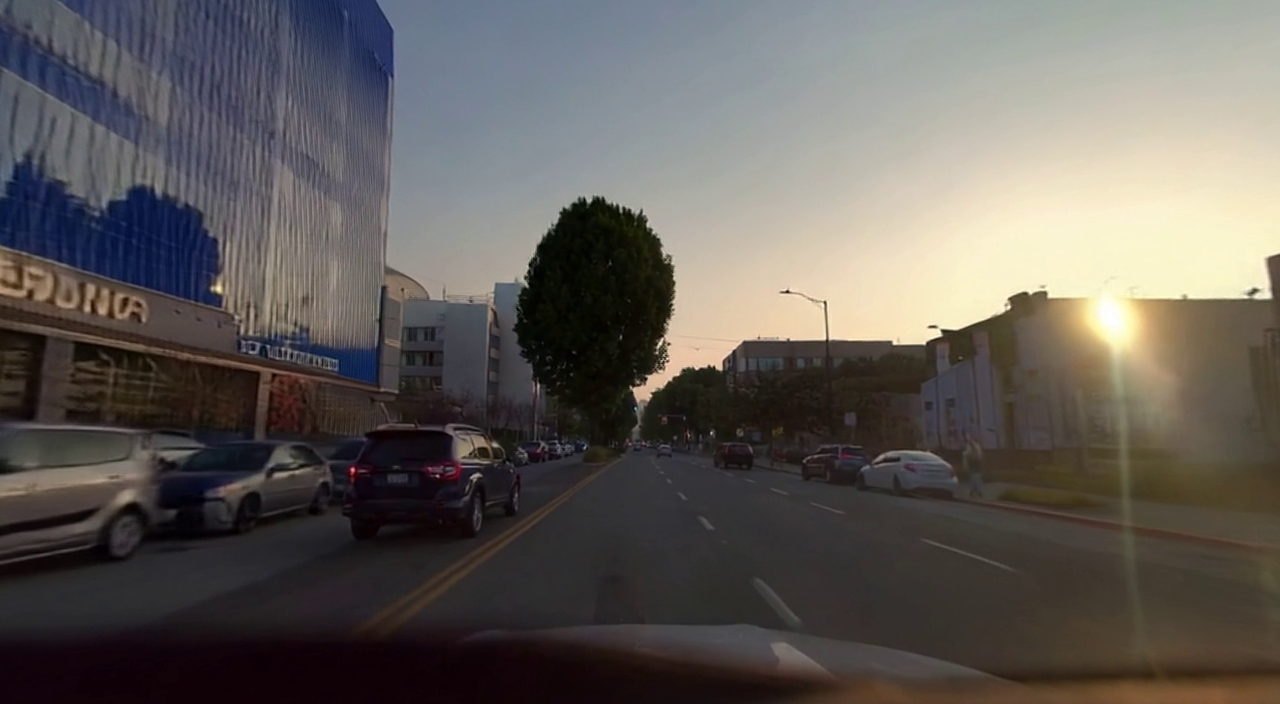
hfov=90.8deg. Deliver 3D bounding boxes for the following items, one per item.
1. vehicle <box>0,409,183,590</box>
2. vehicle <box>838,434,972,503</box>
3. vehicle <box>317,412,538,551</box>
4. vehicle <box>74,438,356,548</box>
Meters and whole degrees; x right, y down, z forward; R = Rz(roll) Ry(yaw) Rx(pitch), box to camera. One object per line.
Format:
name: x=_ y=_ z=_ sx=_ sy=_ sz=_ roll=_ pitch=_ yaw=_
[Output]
vehicle: x=-7.067 y=1.441 z=6.234 sx=1.880 sy=1.713 sz=4.172 roll=0 pitch=-9 yaw=1
vehicle: x=9.176 y=4.036 z=22.607 sx=2.249 sy=2.117 sz=5.743 roll=0 pitch=-8 yaw=0
vehicle: x=-3.082 y=1.968 z=10.340 sx=2.002 sy=1.756 sz=4.366 roll=0 pitch=-8 yaw=1
vehicle: x=-6.911 y=2.276 z=11.026 sx=1.832 sy=1.488 sz=4.405 roll=0 pitch=-8 yaw=0
